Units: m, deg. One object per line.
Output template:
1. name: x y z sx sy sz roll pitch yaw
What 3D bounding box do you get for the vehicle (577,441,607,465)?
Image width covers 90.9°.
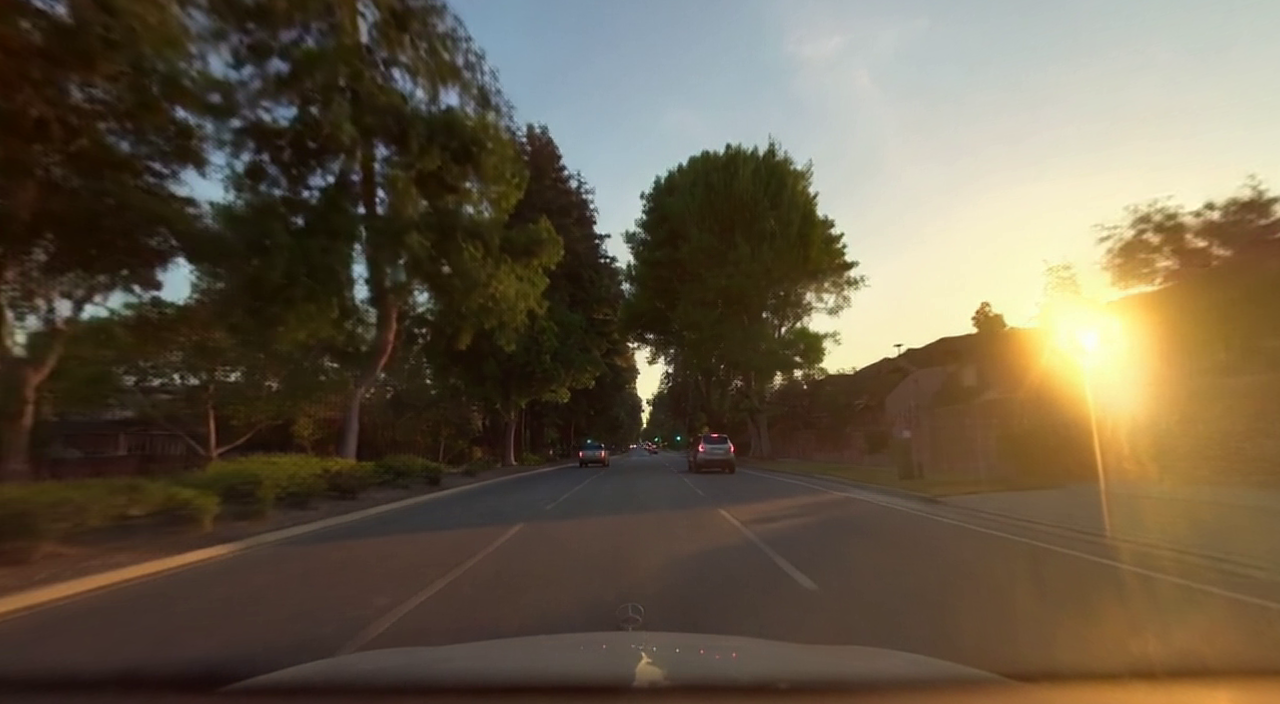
1. vehicle: -3.650 7.815 48.952 2.002 1.747 4.728 0 -8 0

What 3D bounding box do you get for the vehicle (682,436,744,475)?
1. vehicle: 3.421 4.986 30.633 2.321 1.695 5.037 0 -8 -1
